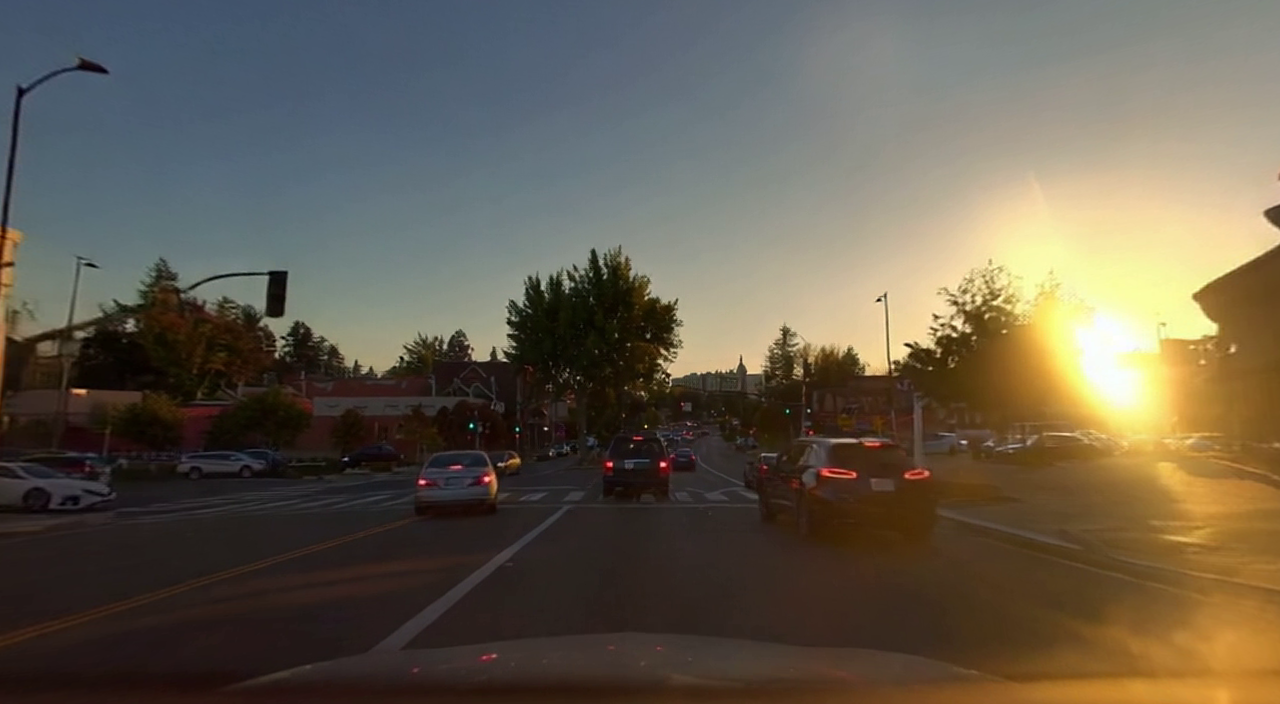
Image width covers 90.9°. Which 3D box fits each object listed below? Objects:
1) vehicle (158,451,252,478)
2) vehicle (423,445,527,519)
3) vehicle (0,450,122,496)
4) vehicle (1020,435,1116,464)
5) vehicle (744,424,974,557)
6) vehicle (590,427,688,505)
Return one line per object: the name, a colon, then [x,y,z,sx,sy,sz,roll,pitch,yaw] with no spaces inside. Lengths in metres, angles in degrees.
vehicle: [-27.415,7.092,39.805,4.458,1.608,2.051,0,-8,2]
vehicle: [-4.310,3.150,15.973,1.975,1.570,4.456,3,-9,-21]
vehicle: [-26.380,5.331,28.241,2.123,1.820,5.136,0,-8,-3]
vehicle: [23.621,5.394,34.987,4.092,1.496,1.889,-4,-9,25]
vehicle: [3.367,2.228,10.959,2.276,1.787,4.630,0,-8,-1]
vehicle: [-0.051,3.445,19.619,2.638,2.065,5.313,0,-8,0]
